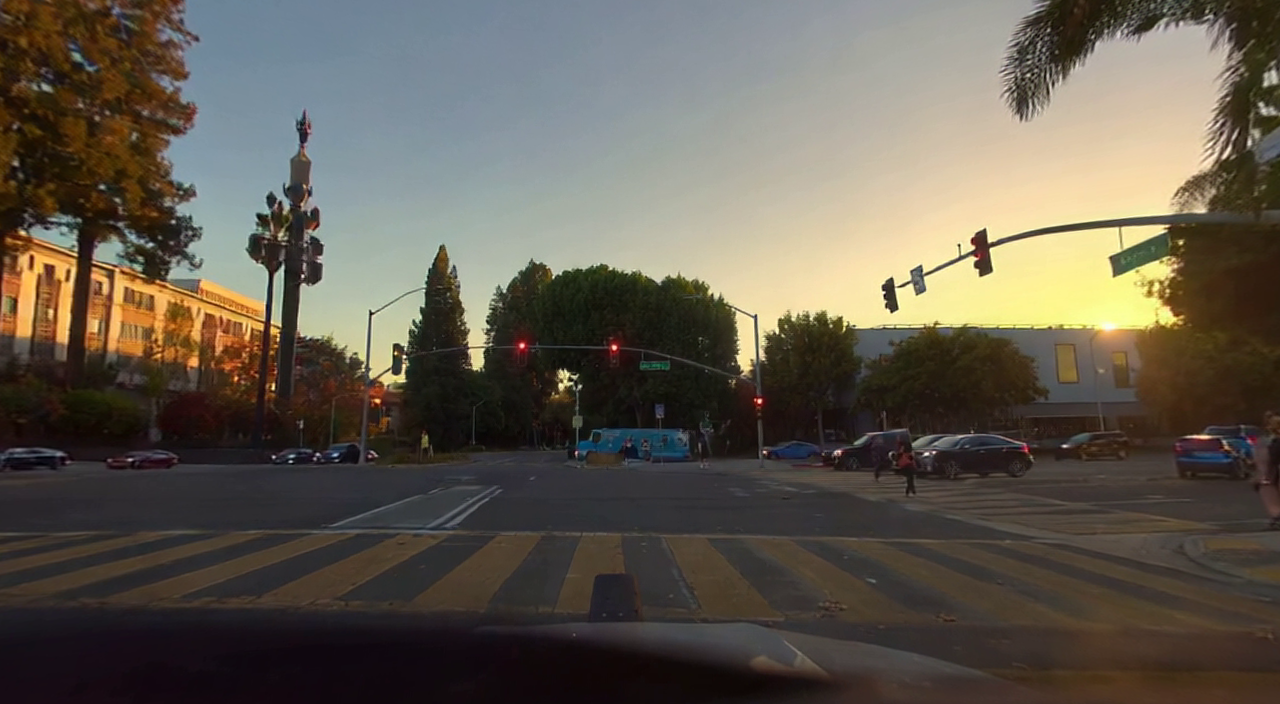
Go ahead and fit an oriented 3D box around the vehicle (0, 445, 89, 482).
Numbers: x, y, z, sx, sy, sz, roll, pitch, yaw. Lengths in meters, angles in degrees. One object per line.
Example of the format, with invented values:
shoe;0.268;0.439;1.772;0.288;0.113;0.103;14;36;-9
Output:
vehicle;-26.954;4.781;27.410;2.006;1.459;4.720;0;-8;-4

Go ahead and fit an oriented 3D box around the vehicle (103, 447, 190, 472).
vehicle;-31.030;6.757;39.936;1.811;1.438;4.812;0;-8;-2

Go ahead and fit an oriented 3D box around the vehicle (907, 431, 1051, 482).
vehicle;12.894;3.923;24.046;4.742;1.762;2.180;3;-9;-22

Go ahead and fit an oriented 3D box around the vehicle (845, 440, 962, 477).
vehicle;11.438;4.623;27.562;4.317;1.491;1.896;1;-9;-11

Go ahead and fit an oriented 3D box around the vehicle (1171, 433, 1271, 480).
vehicle;20.993;3.727;22.773;4.312;1.540;2.007;7;-11;-40

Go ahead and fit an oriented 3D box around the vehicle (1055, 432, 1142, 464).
vehicle;28.043;5.922;38.882;2.066;1.821;4.509;0;-8;2
